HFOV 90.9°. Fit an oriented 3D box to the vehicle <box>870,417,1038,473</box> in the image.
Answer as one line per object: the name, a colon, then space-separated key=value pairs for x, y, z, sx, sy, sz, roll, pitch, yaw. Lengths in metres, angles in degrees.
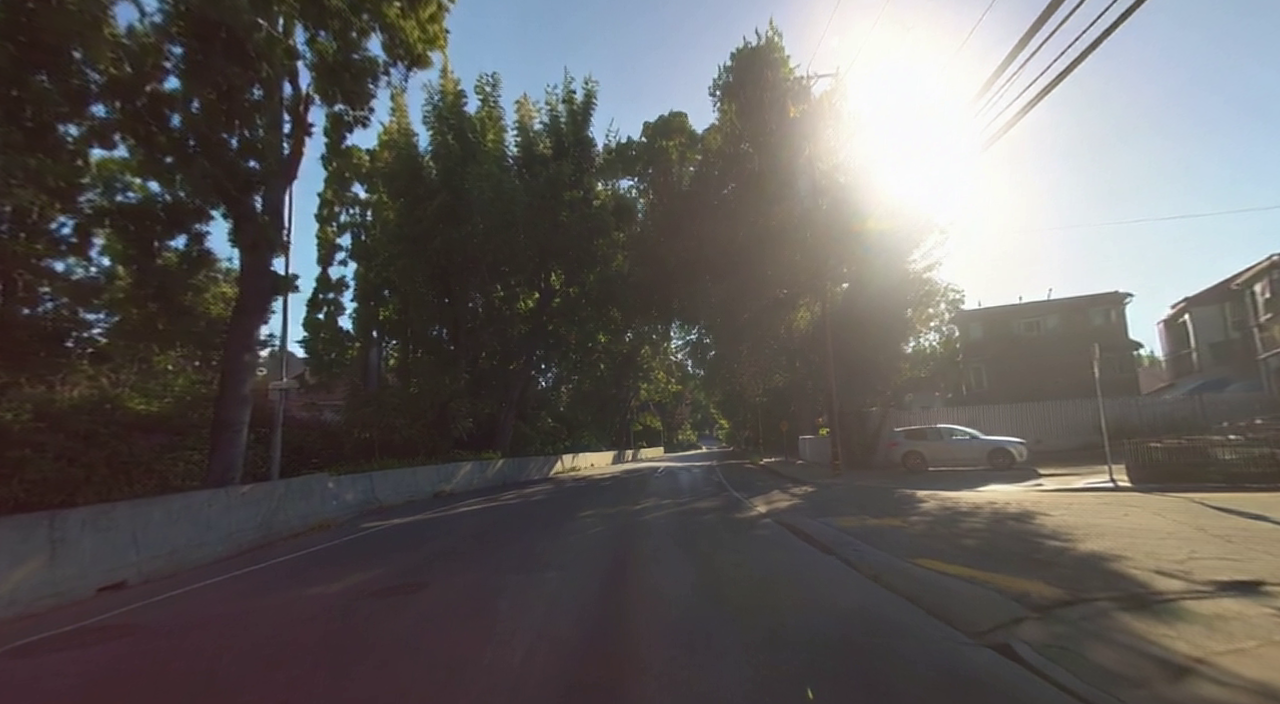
vehicle: x=10.420 y=3.110 z=21.247 sx=4.614 sy=1.764 sz=1.860 roll=-1 pitch=-8 yaw=5
